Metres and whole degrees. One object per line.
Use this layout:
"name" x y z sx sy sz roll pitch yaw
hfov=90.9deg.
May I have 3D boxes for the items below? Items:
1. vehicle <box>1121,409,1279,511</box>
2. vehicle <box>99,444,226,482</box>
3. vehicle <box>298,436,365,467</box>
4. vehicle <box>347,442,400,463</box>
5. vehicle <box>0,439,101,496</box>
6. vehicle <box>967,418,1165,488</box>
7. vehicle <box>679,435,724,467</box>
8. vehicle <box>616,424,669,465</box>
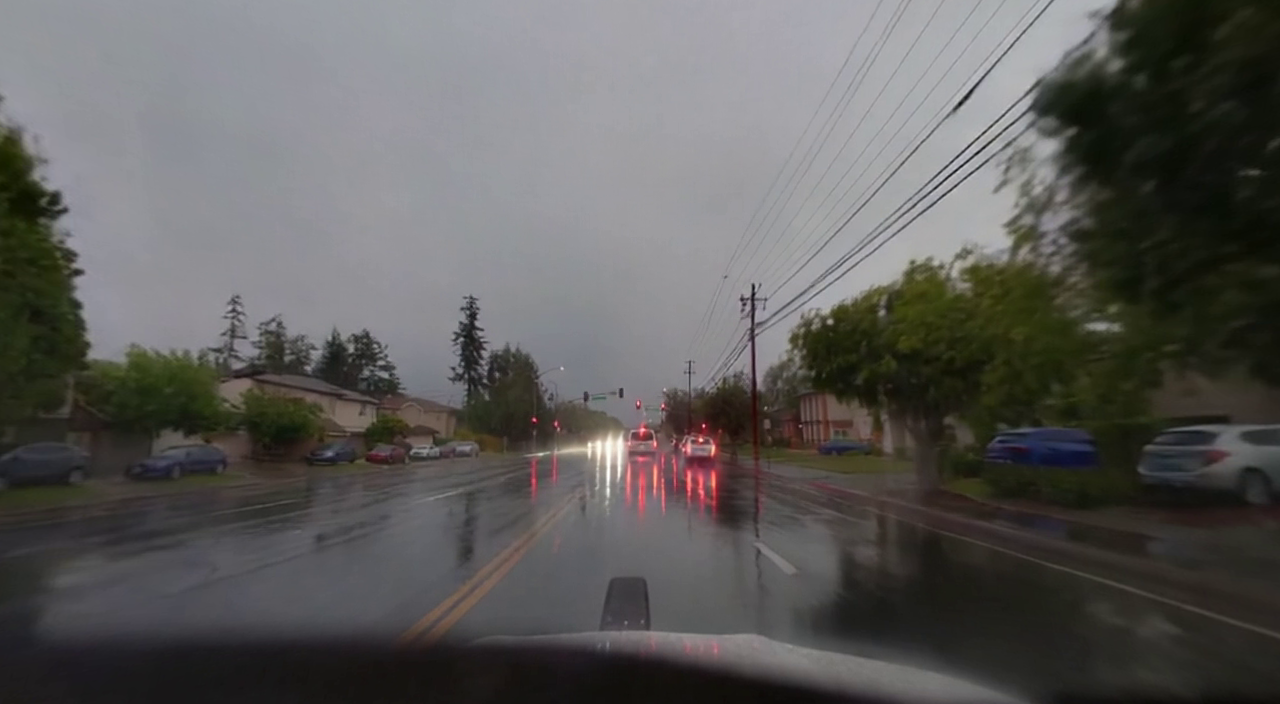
"vehicle" 13.471 2.258 13.461 4.508 1.937 2.356 1 -8 -5
"vehicle" -20.432 4.734 27.287 1.865 1.506 4.706 0 -8 -1
"vehicle" -20.056 6.489 41.214 2.046 1.874 4.448 0 -8 2
"vehicle" -19.774 7.490 46.998 1.866 1.471 4.770 0 -8 1
"vehicle" -20.266 3.666 20.238 1.973 1.700 4.475 0 -8 -1
"vehicle" 12.602 2.990 18.882 4.412 1.878 2.048 -1 -7 -1
"vehicle" 3.213 5.277 33.693 2.002 1.511 4.124 1 -8 0
"vehicle" 0.145 5.198 35.461 2.769 2.087 5.130 0 -8 0
